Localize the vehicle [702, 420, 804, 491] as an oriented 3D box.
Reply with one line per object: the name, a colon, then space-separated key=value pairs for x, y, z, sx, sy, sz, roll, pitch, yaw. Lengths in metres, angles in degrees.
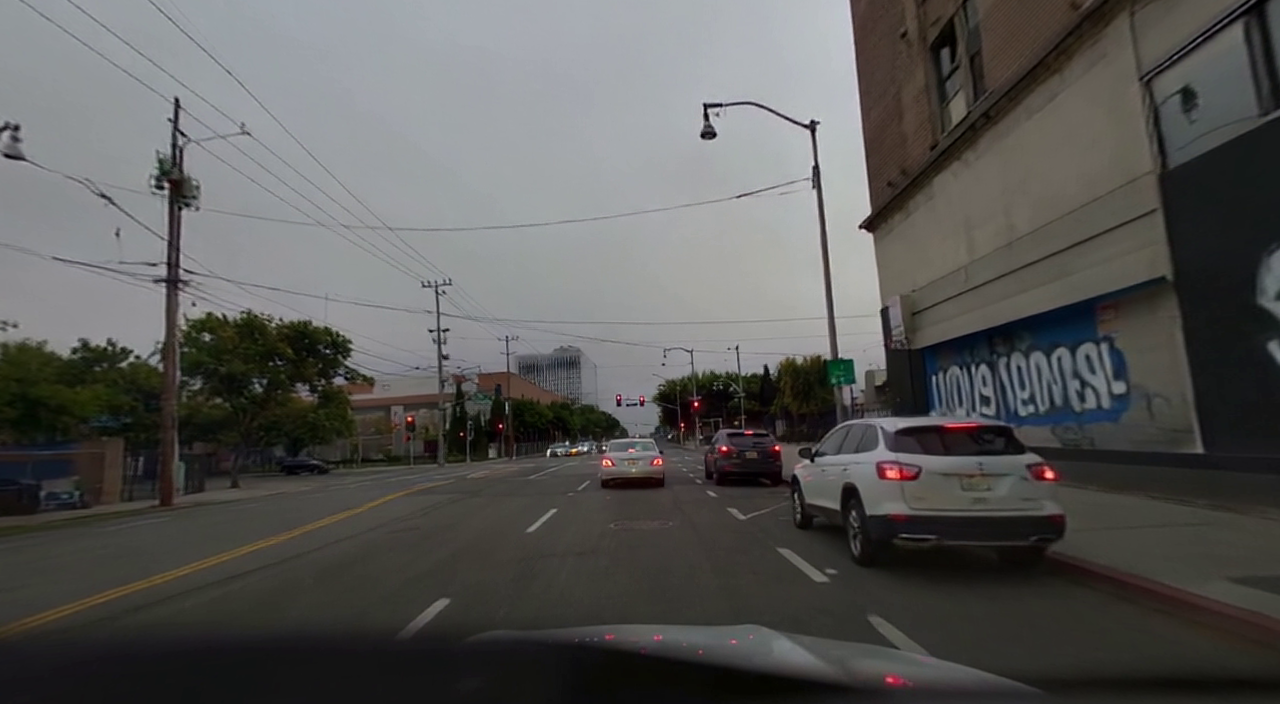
vehicle: x=3.144 y=3.000 z=18.471 sx=2.060 sy=1.783 sz=4.579 roll=0 pitch=-8 yaw=-1

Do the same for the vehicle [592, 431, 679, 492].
vehicle: x=-0.085 y=3.066 z=17.937 sx=2.153 sy=1.505 sz=4.452 roll=0 pitch=-8 yaw=1

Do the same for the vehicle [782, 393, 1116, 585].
vehicle: x=3.287 y=1.558 z=7.925 sx=1.938 sy=1.714 sz=4.402 roll=0 pitch=-8 yaw=0

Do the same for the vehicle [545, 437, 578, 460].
vehicle: x=-6.124 y=7.564 z=49.414 sx=2.059 sy=1.699 sz=4.252 roll=0 pitch=-8 yaw=1
